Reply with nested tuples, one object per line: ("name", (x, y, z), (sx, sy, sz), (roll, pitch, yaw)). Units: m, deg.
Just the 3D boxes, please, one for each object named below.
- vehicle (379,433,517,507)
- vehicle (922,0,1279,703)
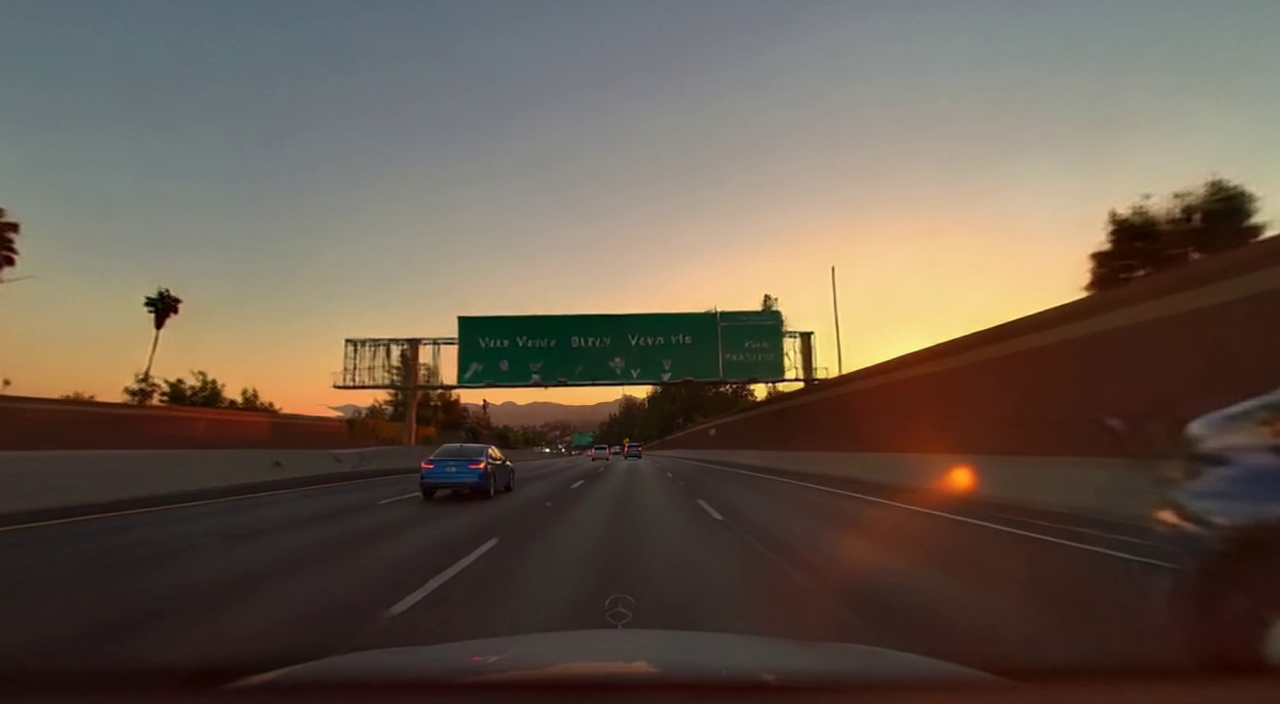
("vehicle", (-4.497, 2.829, 15.533), (2.120, 1.537, 4.139), (0, -8, 0))
("vehicle", (3.535, -0.088, 1.224), (3.073, 3.886, 5.856), (0, -8, -1))
